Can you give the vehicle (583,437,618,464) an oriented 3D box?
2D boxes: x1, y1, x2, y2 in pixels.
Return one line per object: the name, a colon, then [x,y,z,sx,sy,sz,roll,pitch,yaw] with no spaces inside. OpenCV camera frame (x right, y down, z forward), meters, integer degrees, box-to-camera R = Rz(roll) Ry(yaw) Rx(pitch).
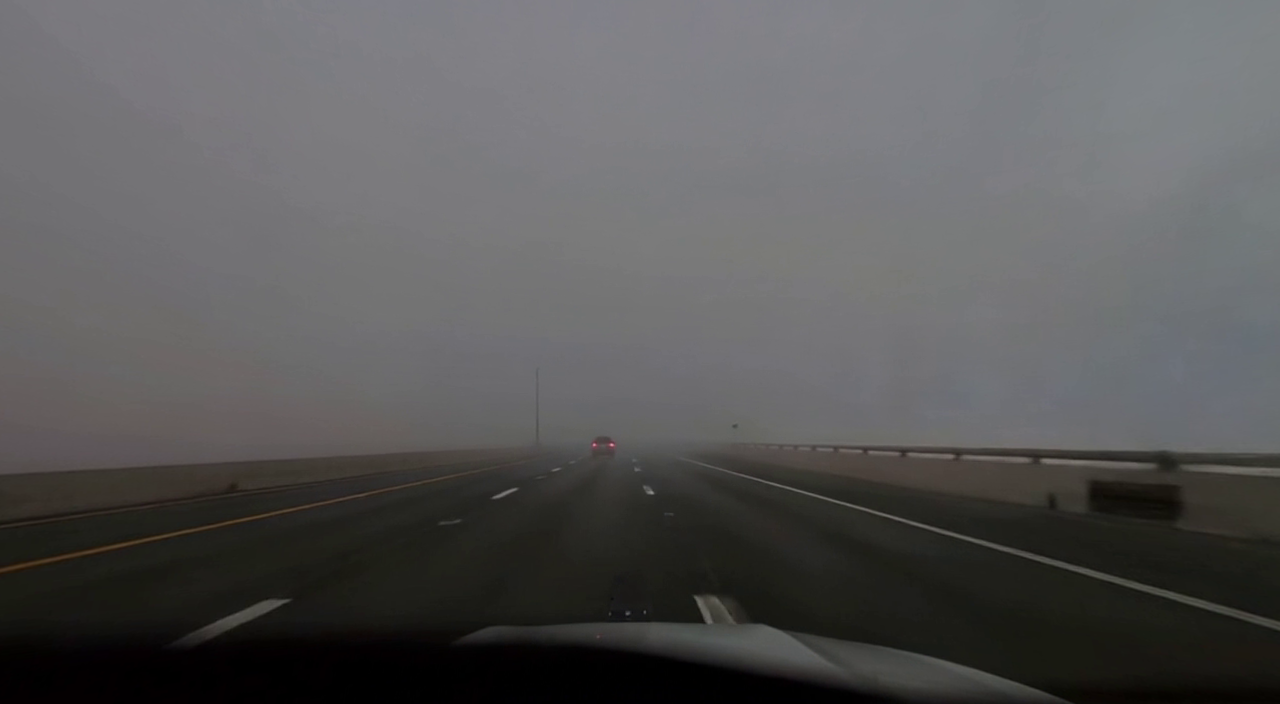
vehicle: [-2.443,6.230,39.904,2.111,1.635,4.177,0,-8,-2]
